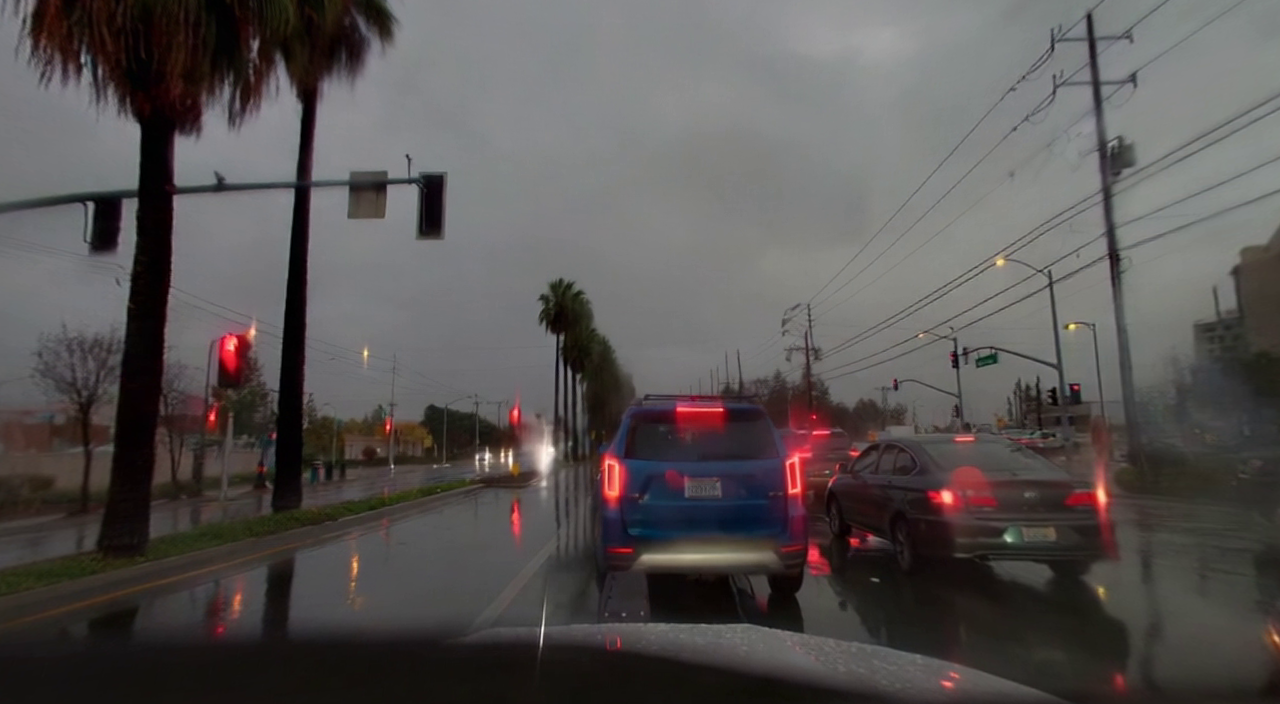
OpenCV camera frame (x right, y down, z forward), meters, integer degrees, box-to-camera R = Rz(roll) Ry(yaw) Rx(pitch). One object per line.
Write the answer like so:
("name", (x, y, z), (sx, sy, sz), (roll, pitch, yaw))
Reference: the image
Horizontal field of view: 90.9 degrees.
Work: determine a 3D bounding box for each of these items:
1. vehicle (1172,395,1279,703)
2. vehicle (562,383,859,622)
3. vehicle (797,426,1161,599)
("vehicle", (3.359, 0.648, 0.673), (1.805, 1.485, 4.348), (0, -9, 1))
("vehicle", (0.454, 1.442, 6.946), (2.228, 1.780, 4.269), (0, -9, -2))
("vehicle", (3.441, 1.693, 7.567), (1.895, 1.456, 4.255), (0, -9, -2))
